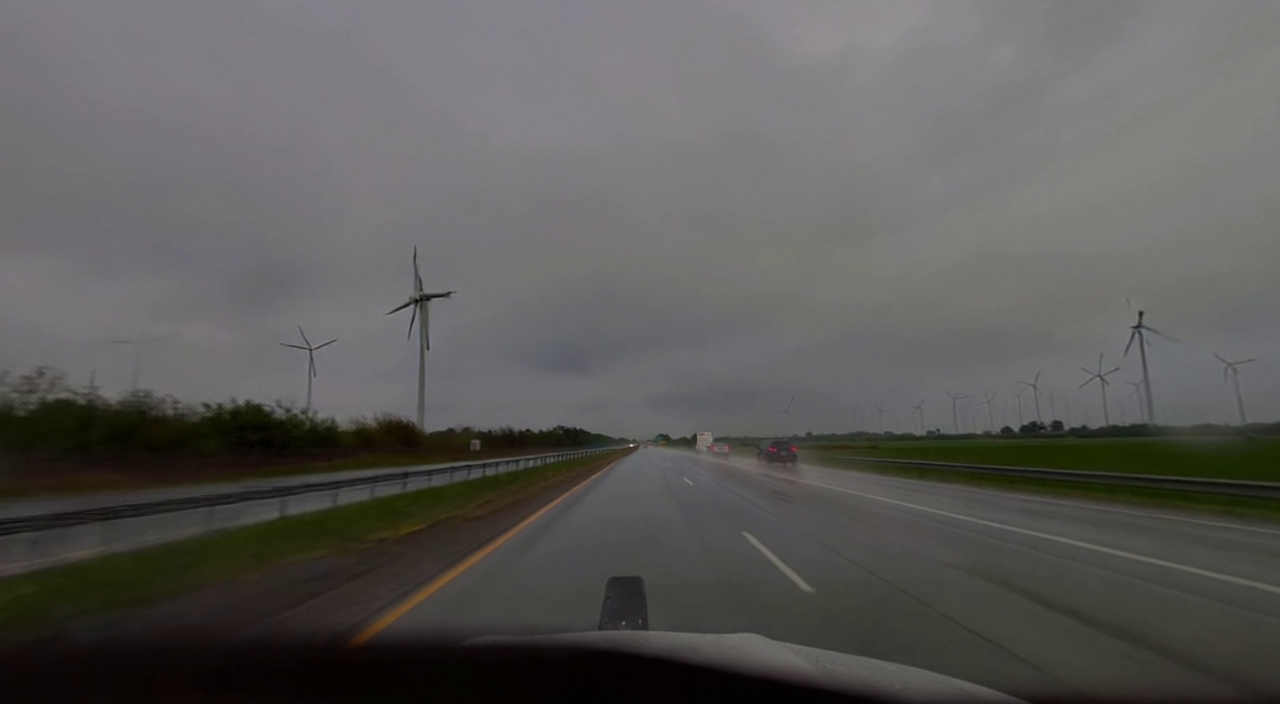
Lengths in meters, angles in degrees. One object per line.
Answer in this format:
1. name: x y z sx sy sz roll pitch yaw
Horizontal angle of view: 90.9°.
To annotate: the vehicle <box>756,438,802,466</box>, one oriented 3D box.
1. vehicle: 9.013 6.531 41.106 1.897 1.669 4.825 0 -9 0
